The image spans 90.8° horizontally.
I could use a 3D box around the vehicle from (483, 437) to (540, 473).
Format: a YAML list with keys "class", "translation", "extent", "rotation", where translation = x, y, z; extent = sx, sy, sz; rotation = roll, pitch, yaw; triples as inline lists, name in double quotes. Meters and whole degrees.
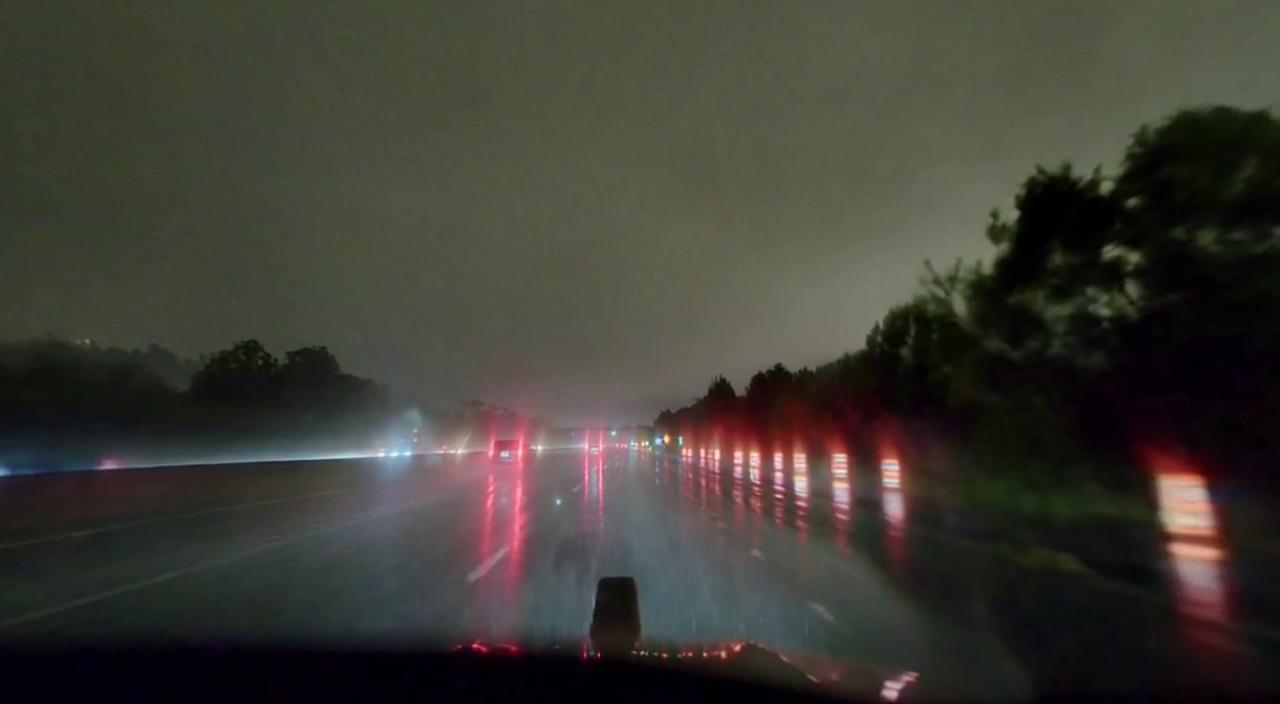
- class: "vehicle"
  translation: [-6.638, 5.387, 33.128]
  extent: [2.036, 1.758, 4.529]
  rotation: [0, -9, 0]

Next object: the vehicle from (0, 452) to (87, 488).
- class: "vehicle"
  translation: [-27.457, 5.181, 27.977]
  extent: [1.753, 1.443, 4.600]
  rotation: [0, -9, -1]
